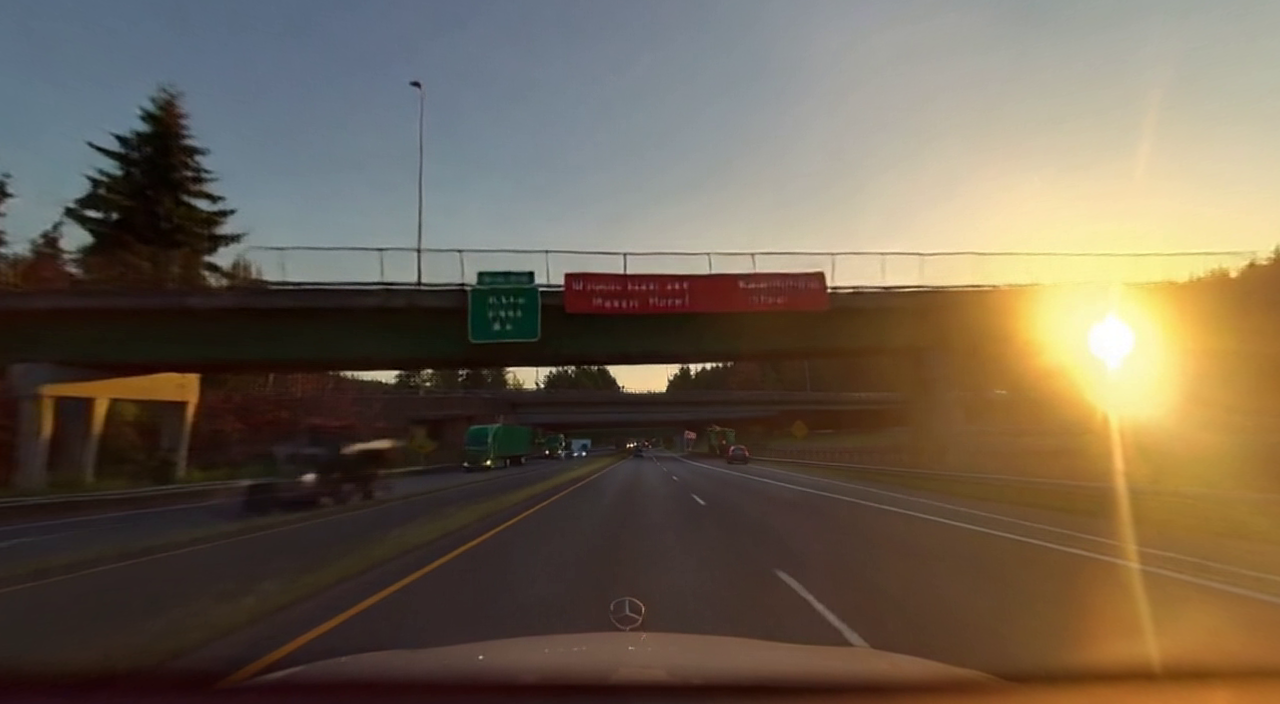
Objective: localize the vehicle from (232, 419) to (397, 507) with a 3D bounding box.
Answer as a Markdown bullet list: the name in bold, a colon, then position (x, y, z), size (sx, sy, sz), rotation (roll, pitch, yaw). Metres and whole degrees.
- **vehicle**: position (-10.540, 3.665, 21.168), size (2.275, 2.523, 5.746), rotation (0, -9, 2)

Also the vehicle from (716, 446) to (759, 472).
- **vehicle**: position (5.917, 6.583, 38.818), size (1.987, 1.473, 4.244), rotation (0, -9, 1)
